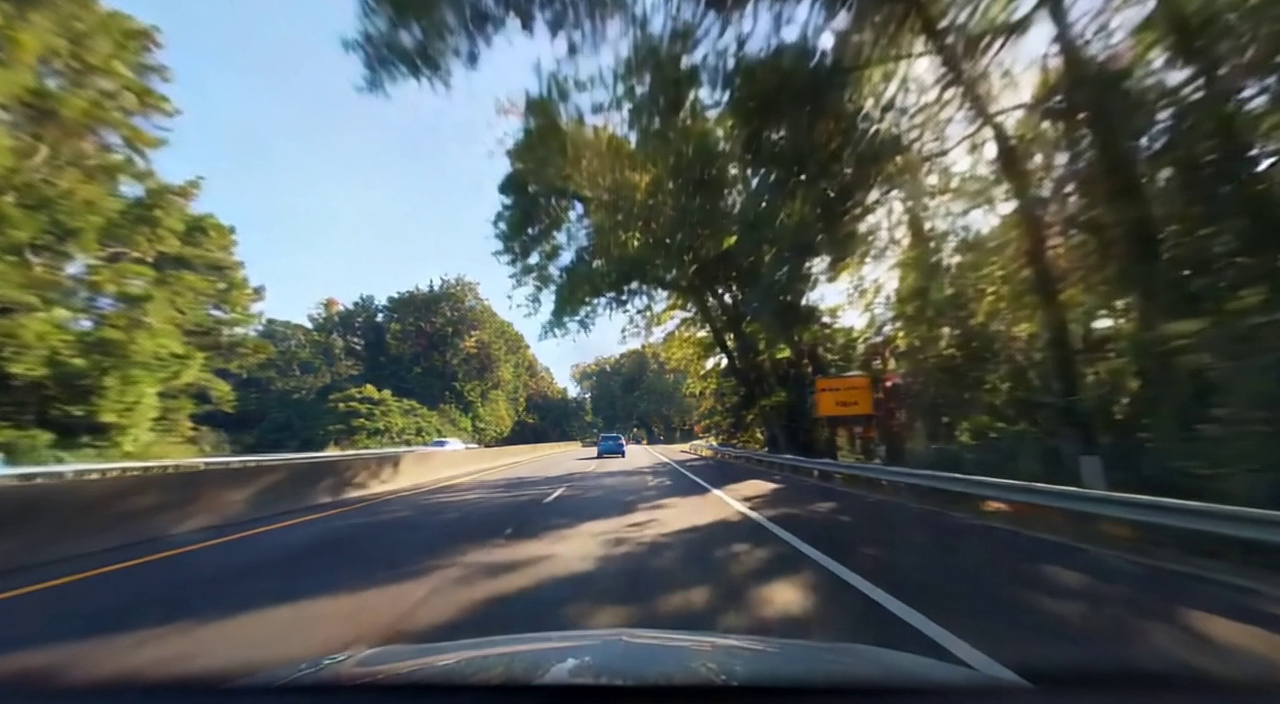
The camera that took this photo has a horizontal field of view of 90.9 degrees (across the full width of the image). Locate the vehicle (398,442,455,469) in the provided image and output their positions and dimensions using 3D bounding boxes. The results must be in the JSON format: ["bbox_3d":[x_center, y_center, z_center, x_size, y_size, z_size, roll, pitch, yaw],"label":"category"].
[{"bbox_3d":[-12.241,5.934,36.399,1.826,1.407,4.273,0,-8,0],"label":"vehicle"}]

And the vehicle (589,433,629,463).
[{"bbox_3d":[-1.741,5.600,37.012,2.094,1.653,4.283,0,-8,0],"label":"vehicle"}]
